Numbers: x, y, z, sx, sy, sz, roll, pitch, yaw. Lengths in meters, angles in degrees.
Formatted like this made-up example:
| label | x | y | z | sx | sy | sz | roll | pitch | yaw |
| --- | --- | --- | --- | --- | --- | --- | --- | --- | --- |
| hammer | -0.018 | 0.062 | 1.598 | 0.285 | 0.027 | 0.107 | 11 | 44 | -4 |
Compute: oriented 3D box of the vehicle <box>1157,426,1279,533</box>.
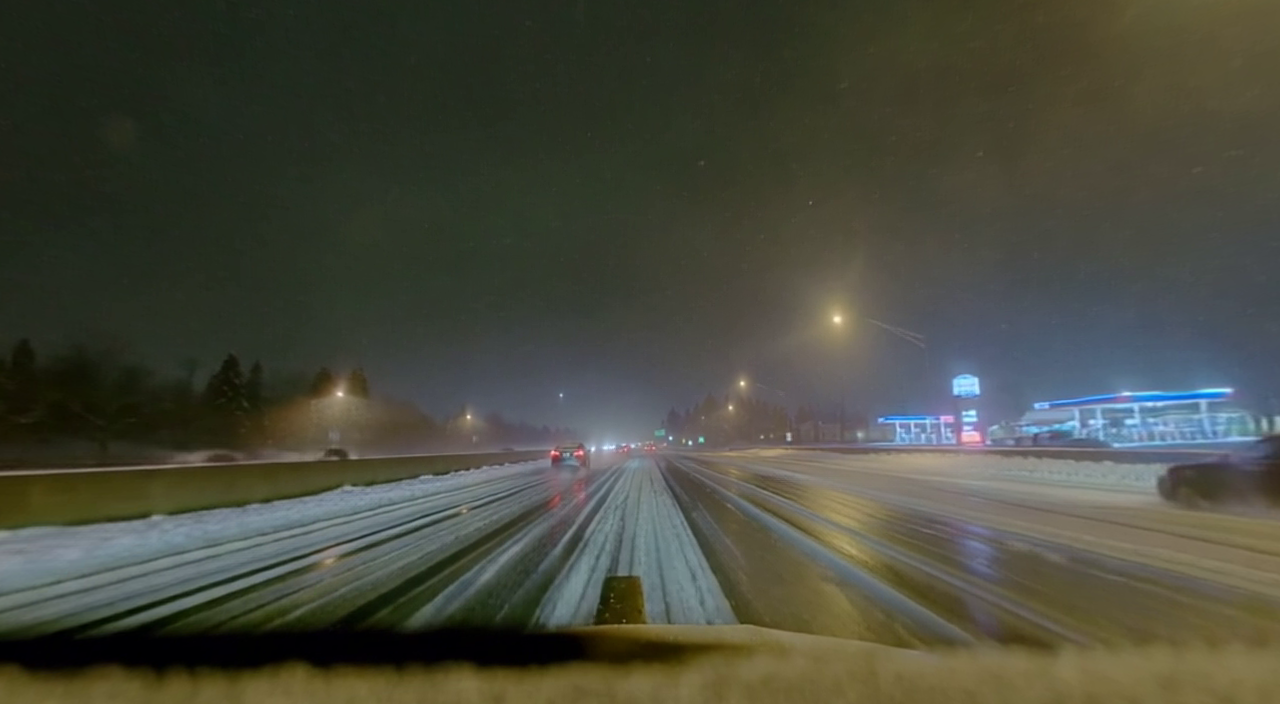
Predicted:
| label | x | y | z | sx | sy | sz | roll | pitch | yaw |
| --- | --- | --- | --- | --- | --- | --- | --- | --- | --- |
| vehicle | 9.759 | 1.701 | 8.341 | 1.909 | 1.467 | 4.940 | -1 | -8 | 4 |

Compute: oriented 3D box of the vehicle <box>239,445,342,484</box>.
| label | x | y | z | sx | sy | sz | roll | pitch | yaw |
| --- | --- | --- | --- | --- | --- | --- | --- | --- | --- |
| vehicle | -17.721 | 5.683 | 32.300 | 2.440 | 1.816 | 4.846 | -1 | -9 | 1 |

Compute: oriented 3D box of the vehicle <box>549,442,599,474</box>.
| label | x | y | z | sx | sy | sz | roll | pitch | yaw |
| --- | --- | --- | --- | --- | --- | --- | --- | --- | --- |
| vehicle | -3.347 | 5.499 | 32.927 | 2.114 | 1.510 | 4.186 | -1 | -9 | 1 |

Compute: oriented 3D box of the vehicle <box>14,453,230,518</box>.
| label | x | y | z | sx | sy | sz | roll | pitch | yaw |
| --- | --- | --- | --- | --- | --- | --- | --- | --- | --- |
| vehicle | -14.031 | 3.605 | 17.597 | 1.926 | 1.473 | 4.838 | -1 | -9 | 0 |
